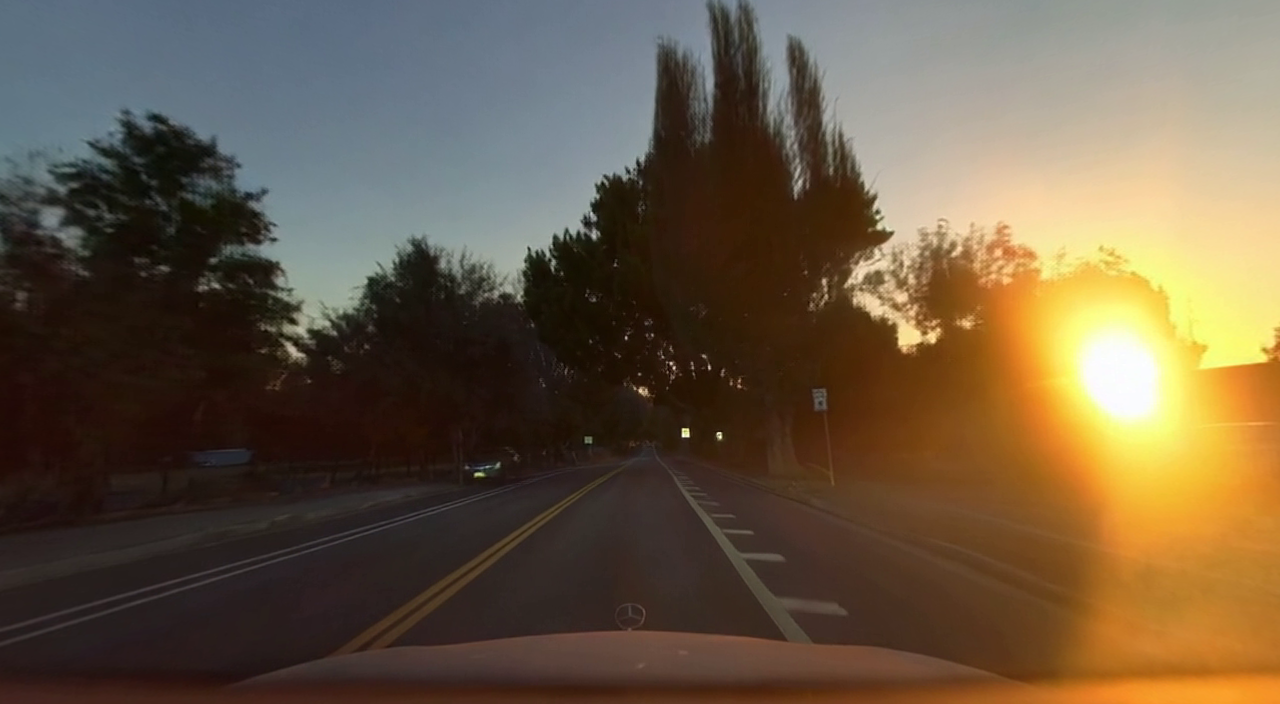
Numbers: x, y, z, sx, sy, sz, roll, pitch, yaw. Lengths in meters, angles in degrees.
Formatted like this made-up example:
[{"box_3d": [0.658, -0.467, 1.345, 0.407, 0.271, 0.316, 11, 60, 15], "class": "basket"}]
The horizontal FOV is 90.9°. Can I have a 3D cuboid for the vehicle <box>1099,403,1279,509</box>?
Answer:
[{"box_3d": [11.454, 1.949, 12.095, 1.951, 1.744, 4.014, 1, -8, -7], "class": "vehicle"}]

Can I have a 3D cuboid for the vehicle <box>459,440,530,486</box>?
[{"box_3d": [-6.258, 4.866, 27.652, 1.992, 1.797, 4.372, -2, -10, 1], "class": "vehicle"}]
